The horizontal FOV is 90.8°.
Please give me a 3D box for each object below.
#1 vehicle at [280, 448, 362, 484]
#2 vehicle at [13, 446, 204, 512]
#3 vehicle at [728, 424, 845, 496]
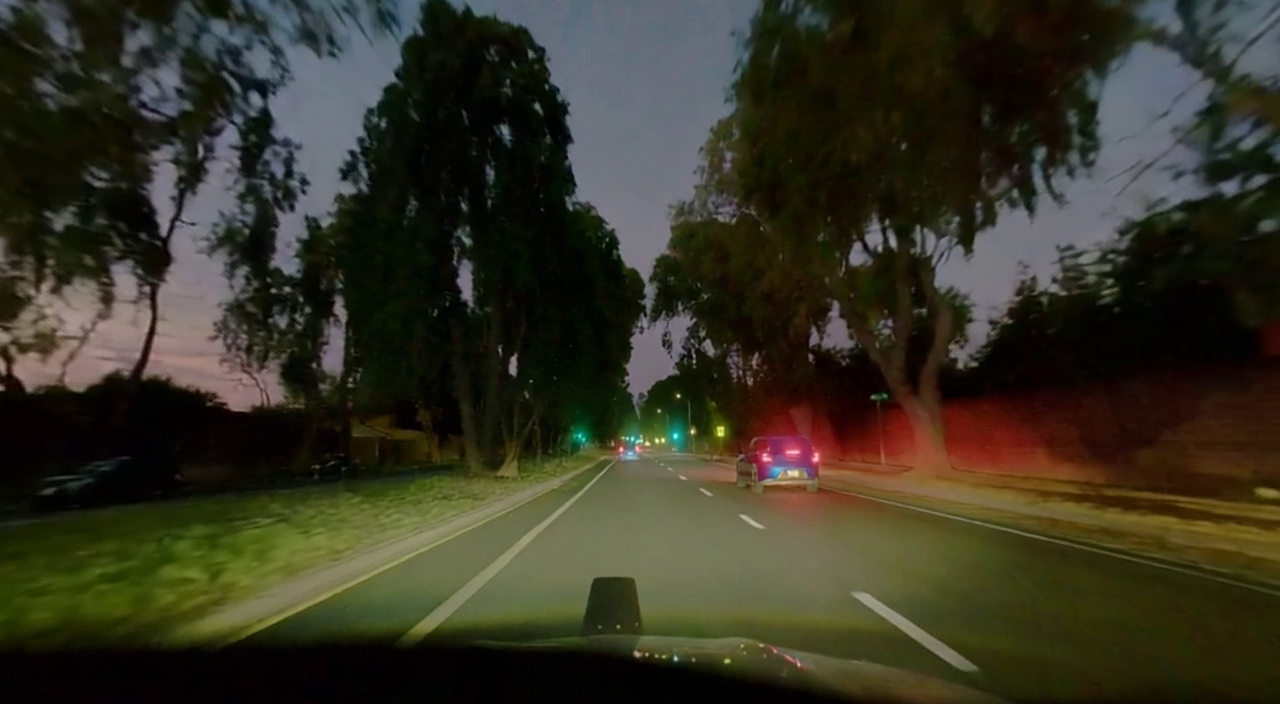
[{"bbox_3d":[-17.161,6.120,34.310,1.983,1.786,4.756,-1,-8,0],"label":"vehicle"},{"bbox_3d":[-17.535,4.143,21.313,2.075,1.909,5.064,0,-8,-1],"label":"vehicle"},{"bbox_3d":[3.970,3.025,18.010,2.155,1.752,4.456,0,-8,-1],"label":"vehicle"}]
